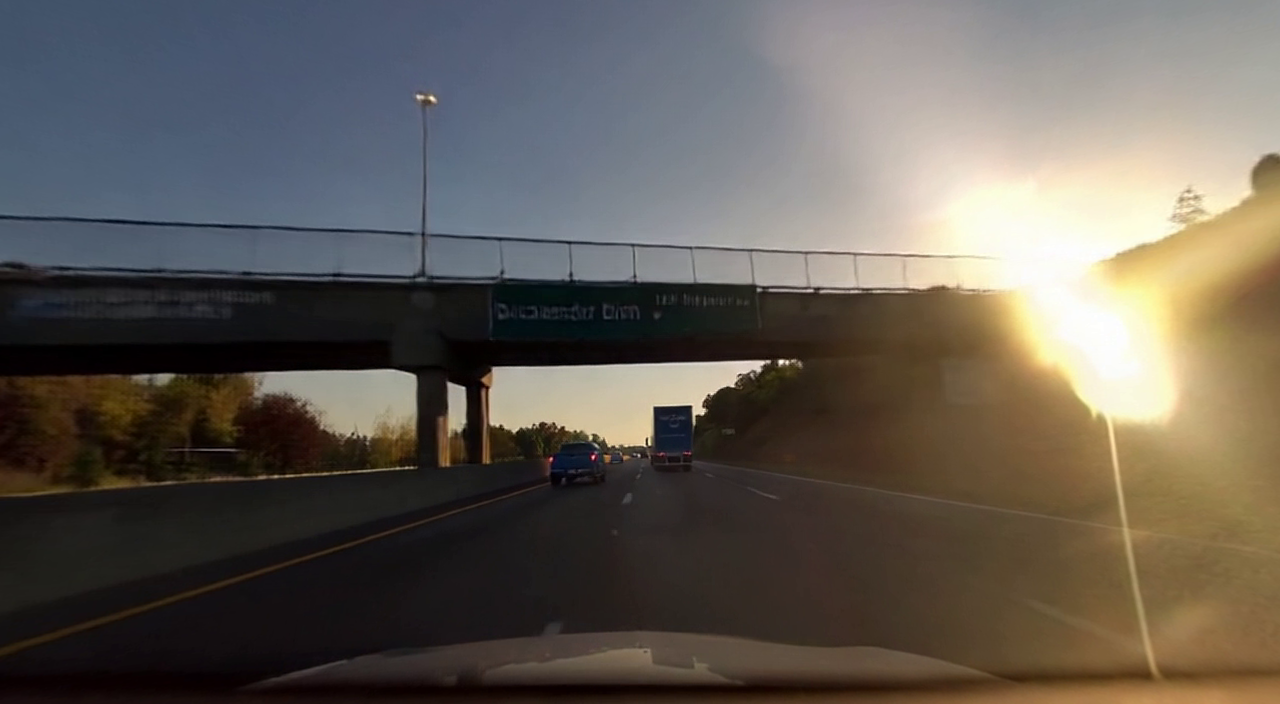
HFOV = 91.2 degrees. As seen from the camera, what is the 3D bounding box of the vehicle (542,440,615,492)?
[{"bbox_3d":[-2.132,4.094,22.902,2.160,1.691,4.243,0,-9,1],"label":"vehicle"}]
